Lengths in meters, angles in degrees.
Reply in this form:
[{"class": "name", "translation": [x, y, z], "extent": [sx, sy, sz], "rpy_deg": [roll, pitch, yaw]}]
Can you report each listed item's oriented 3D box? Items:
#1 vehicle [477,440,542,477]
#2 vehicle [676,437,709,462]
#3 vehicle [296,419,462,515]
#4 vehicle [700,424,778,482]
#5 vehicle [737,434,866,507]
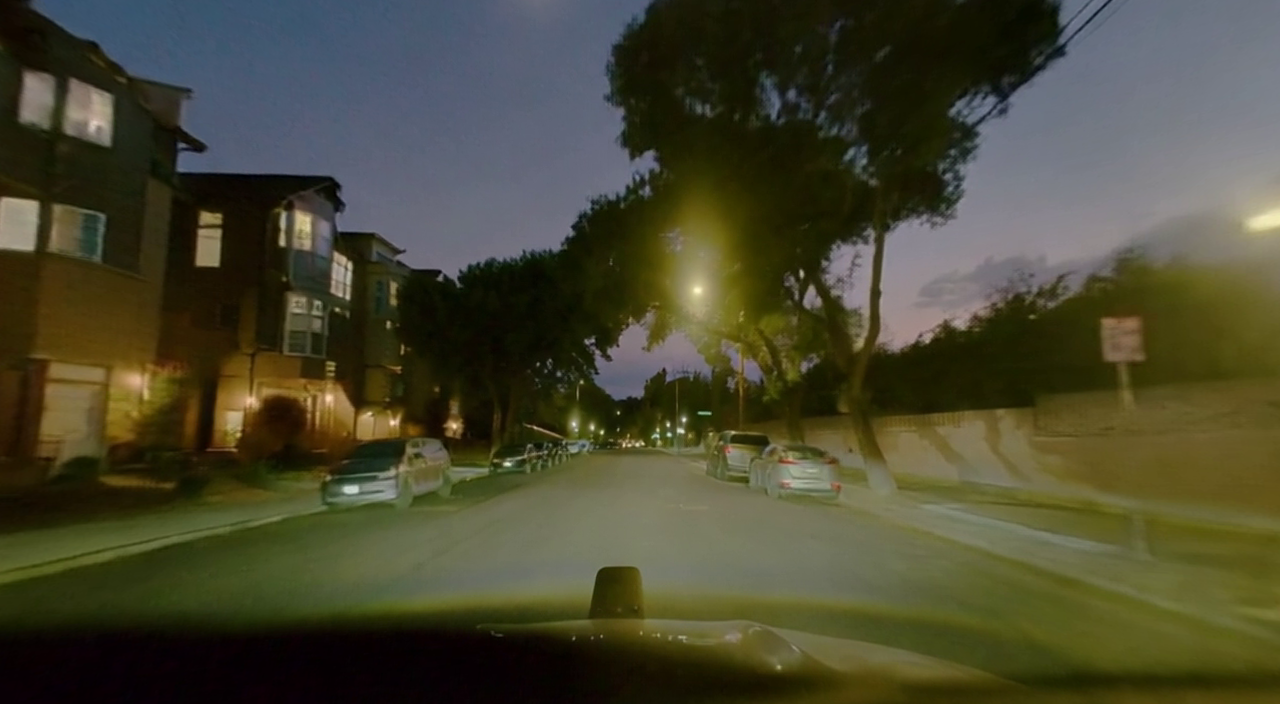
[{"class": "vehicle", "translation": [-5.758, 4.752, 28.427], "extent": [1.998, 1.485, 4.476], "rpy_deg": [0, -8, -1]}, {"class": "vehicle", "translation": [3.787, 7.145, 46.516], "extent": [1.952, 1.738, 4.518], "rpy_deg": [0, -9, -1]}, {"class": "vehicle", "translation": [-5.909, 2.693, 15.026], "extent": [2.106, 1.760, 4.573], "rpy_deg": [-4, -9, -2]}, {"class": "vehicle", "translation": [3.629, 3.829, 24.212], "extent": [2.158, 1.977, 4.750], "rpy_deg": [0, -9, -1]}, {"class": "vehicle", "translation": [3.736, 2.820, 15.479], "extent": [1.968, 1.505, 4.368], "rpy_deg": [0, -9, 0]}]
